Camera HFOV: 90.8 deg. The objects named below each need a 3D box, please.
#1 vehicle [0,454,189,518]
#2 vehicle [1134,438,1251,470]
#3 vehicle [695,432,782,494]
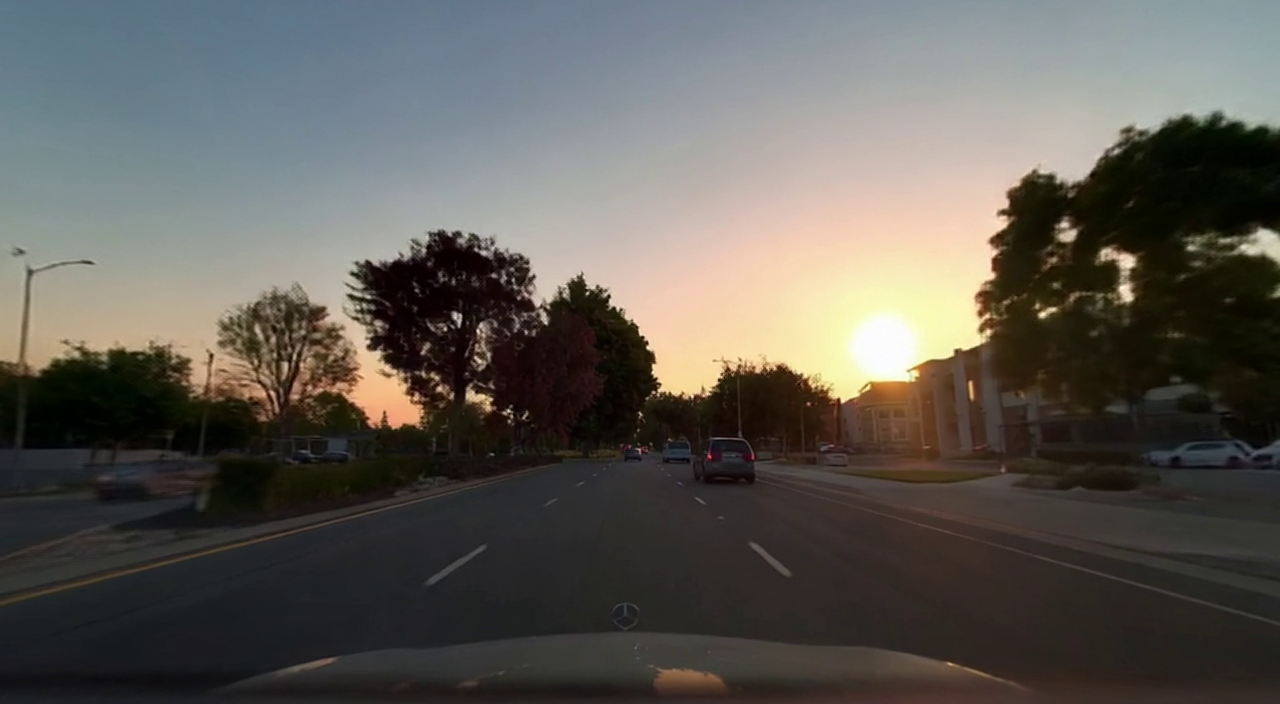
[{"bbox_3d":[-16.254,3.910,18.996,1.988,1.619,4.561,0,-9,0],"label":"vehicle"},{"bbox_3d":[30.338,5.586,34.788,4.607,1.683,2.217,1,-9,-8],"label":"vehicle"},{"bbox_3d":[3.122,3.644,21.011,2.060,1.816,4.343,0,-9,-2],"label":"vehicle"}]
